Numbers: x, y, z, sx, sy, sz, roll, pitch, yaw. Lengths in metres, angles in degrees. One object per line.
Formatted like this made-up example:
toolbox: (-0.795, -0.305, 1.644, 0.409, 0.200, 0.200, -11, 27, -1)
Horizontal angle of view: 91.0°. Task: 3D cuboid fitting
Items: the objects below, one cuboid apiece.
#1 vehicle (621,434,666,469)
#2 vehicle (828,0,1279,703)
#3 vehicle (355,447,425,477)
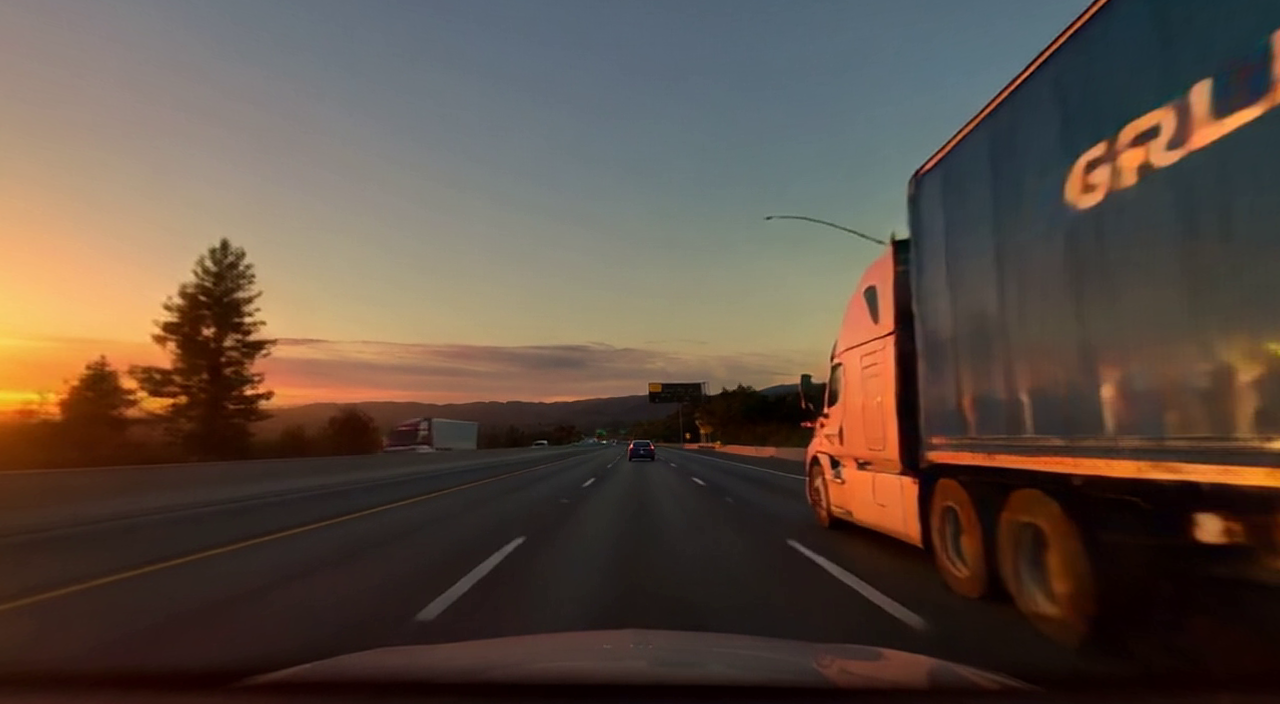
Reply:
vehicle: (0.183, 4.972, 31.682, 2.111, 1.635, 4.177, 0, -8, 1)
vehicle: (4.157, -0.593, 1.069, 2.936, 4.125, 15.204, 0, -8, 0)
vehicle: (-14.098, 6.195, 35.746, 1.980, 1.528, 4.504, 0, -8, 2)
